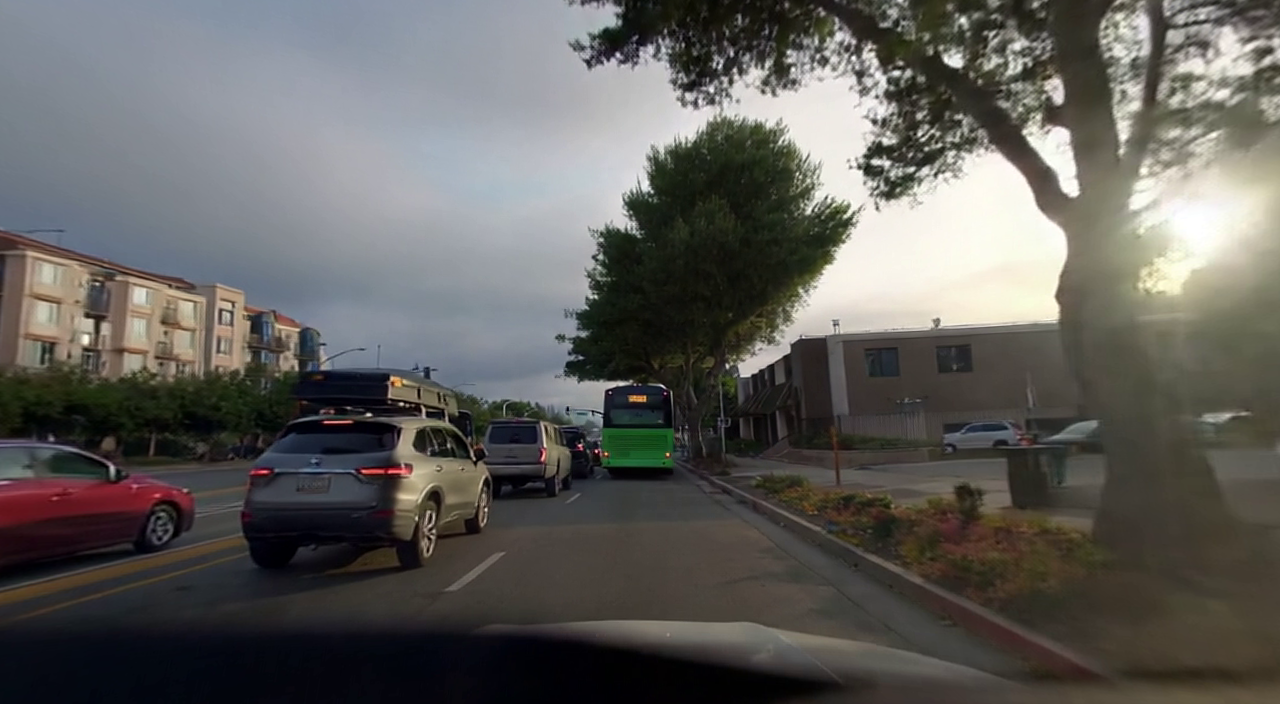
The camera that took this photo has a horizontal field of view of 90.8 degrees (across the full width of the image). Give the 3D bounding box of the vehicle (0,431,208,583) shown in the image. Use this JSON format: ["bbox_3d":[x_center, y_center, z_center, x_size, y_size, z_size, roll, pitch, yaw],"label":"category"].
[{"bbox_3d":[-7.293,1.633,6.926,1.986,1.473,4.465,0,-9,-1],"label":"vehicle"}]

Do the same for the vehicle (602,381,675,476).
[{"bbox_3d":[-0.020,4.044,32.021,2.970,3.857,12.200,0,-9,0],"label":"vehicle"}]

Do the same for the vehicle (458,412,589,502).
[{"bbox_3d":[-3.012,2.933,18.037,2.546,2.125,5.869,0,-9,1],"label":"vehicle"}]

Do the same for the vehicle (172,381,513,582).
[{"bbox_3d":[-3.332,1.610,8.576,2.095,1.892,5.043,0,-9,1],"label":"vehicle"}]
